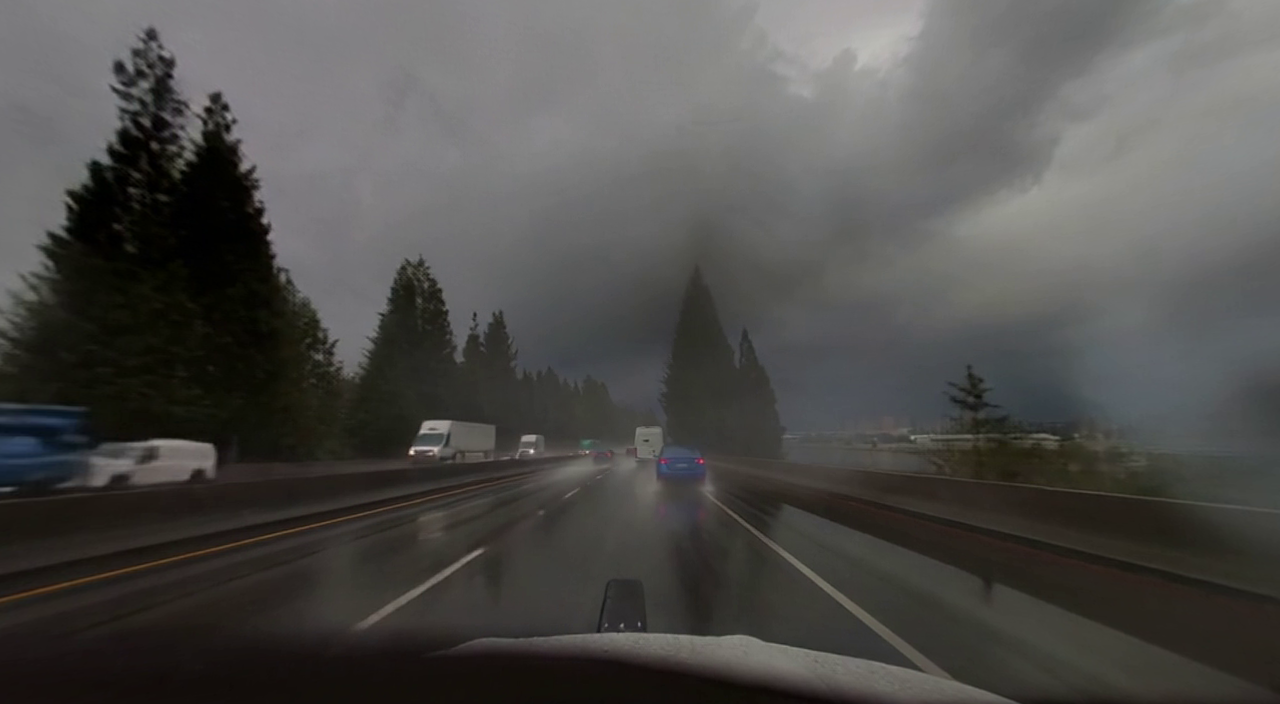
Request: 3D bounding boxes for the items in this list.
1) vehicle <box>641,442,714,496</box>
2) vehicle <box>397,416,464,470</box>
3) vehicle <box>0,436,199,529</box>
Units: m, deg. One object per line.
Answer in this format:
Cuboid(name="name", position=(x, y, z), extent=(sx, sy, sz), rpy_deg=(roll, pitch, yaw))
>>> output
Cuboid(name="vehicle", position=(1.050, 3.556, 19.482), extent=(2.012, 1.485, 3.649), rpy_deg=(0, -9, 0))
Cuboid(name="vehicle", position=(-16.357, 7.216, 49.612), extent=(2.956, 3.936, 6.173), rpy_deg=(0, -9, 1))
Cuboid(name="vehicle", position=(-12.509, 2.806, 14.123), extent=(2.072, 1.742, 4.275), rpy_deg=(0, -9, 1))
